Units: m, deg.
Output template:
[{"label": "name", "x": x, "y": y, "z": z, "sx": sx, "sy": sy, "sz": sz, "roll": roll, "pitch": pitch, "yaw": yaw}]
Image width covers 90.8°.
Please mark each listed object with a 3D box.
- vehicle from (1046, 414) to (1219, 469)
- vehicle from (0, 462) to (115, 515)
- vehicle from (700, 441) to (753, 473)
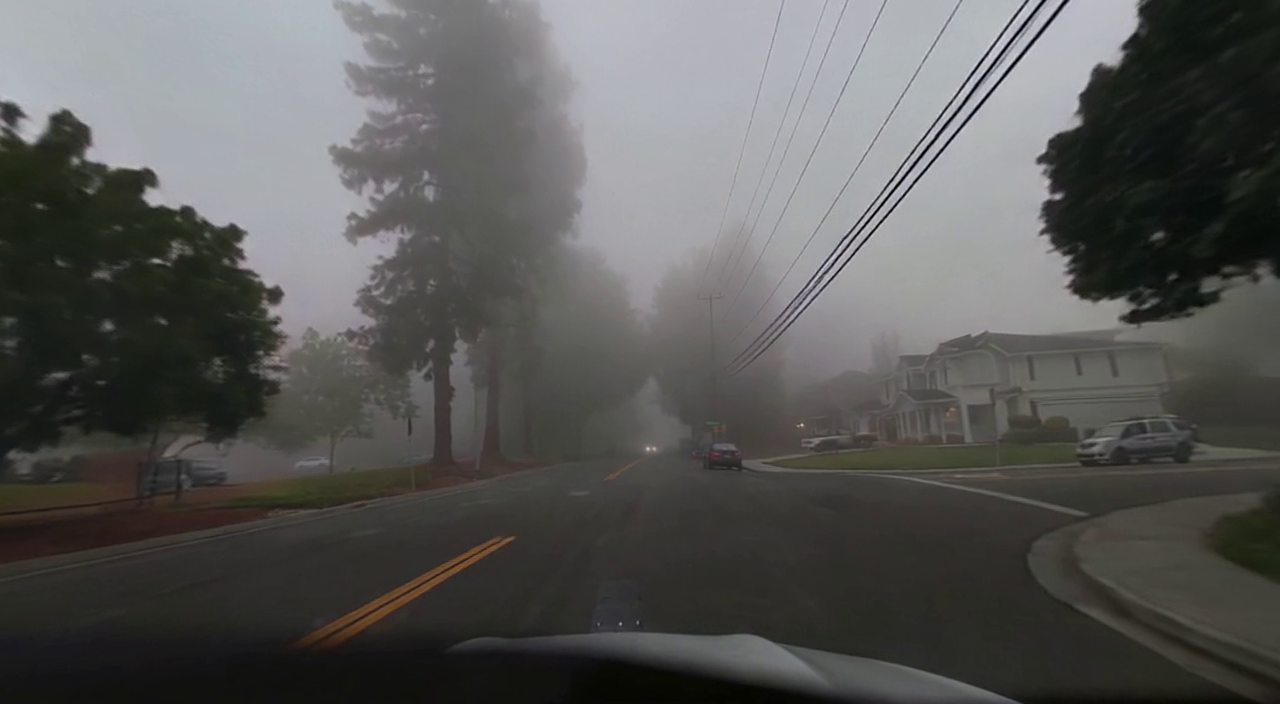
[{"label": "vehicle", "x": 16.164, "y": 2.958, "z": 20.919, "sx": 4.058, "sy": 1.697, "sz": 1.943, "roll": 0, "pitch": -8, "yaw": 0}, {"label": "vehicle", "x": -18.421, "y": 3.985, "z": 18.556, "sx": 4.212, "sy": 1.392, "sz": 1.902, "roll": 4, "pitch": -9, "yaw": -28}, {"label": "vehicle", "x": 4.156, "y": 5.118, "z": 30.988, "sx": 1.990, "sy": 1.435, "sz": 4.526, "roll": 0, "pitch": -8, "yaw": 0}]
